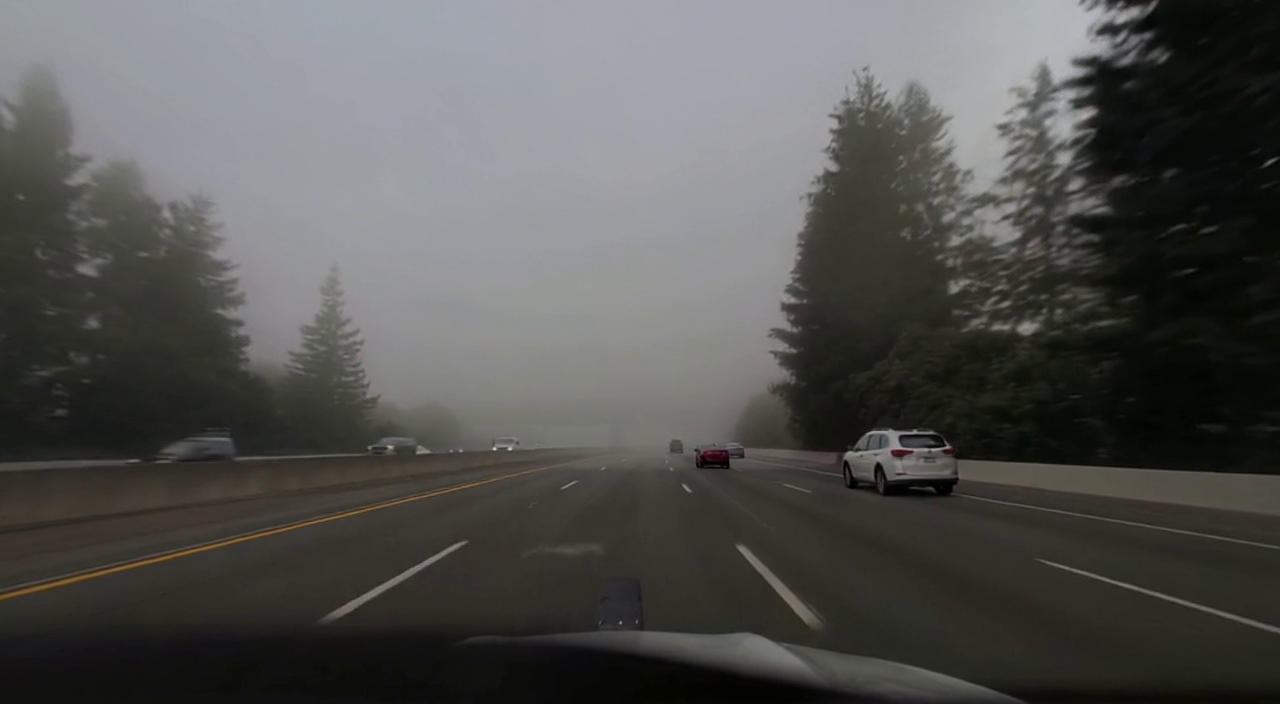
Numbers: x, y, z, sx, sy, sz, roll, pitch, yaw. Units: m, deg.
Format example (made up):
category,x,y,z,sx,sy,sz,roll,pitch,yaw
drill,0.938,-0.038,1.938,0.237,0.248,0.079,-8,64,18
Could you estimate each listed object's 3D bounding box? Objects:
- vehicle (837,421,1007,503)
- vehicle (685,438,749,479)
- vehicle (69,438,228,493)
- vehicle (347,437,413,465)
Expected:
category,x,y,z,sx,sy,sz,roll,pitch,yaw
vehicle,7.068,2.821,16.600,2.087,1.806,4.946,0,-9,-1
vehicle,2.981,4.229,25.301,1.981,1.471,4.342,0,-9,0
vehicle,-16.008,3.685,20.908,1.878,1.609,4.143,0,-8,0
vehicle,-19.460,7.447,47.685,2.242,1.980,6.315,0,-9,1
